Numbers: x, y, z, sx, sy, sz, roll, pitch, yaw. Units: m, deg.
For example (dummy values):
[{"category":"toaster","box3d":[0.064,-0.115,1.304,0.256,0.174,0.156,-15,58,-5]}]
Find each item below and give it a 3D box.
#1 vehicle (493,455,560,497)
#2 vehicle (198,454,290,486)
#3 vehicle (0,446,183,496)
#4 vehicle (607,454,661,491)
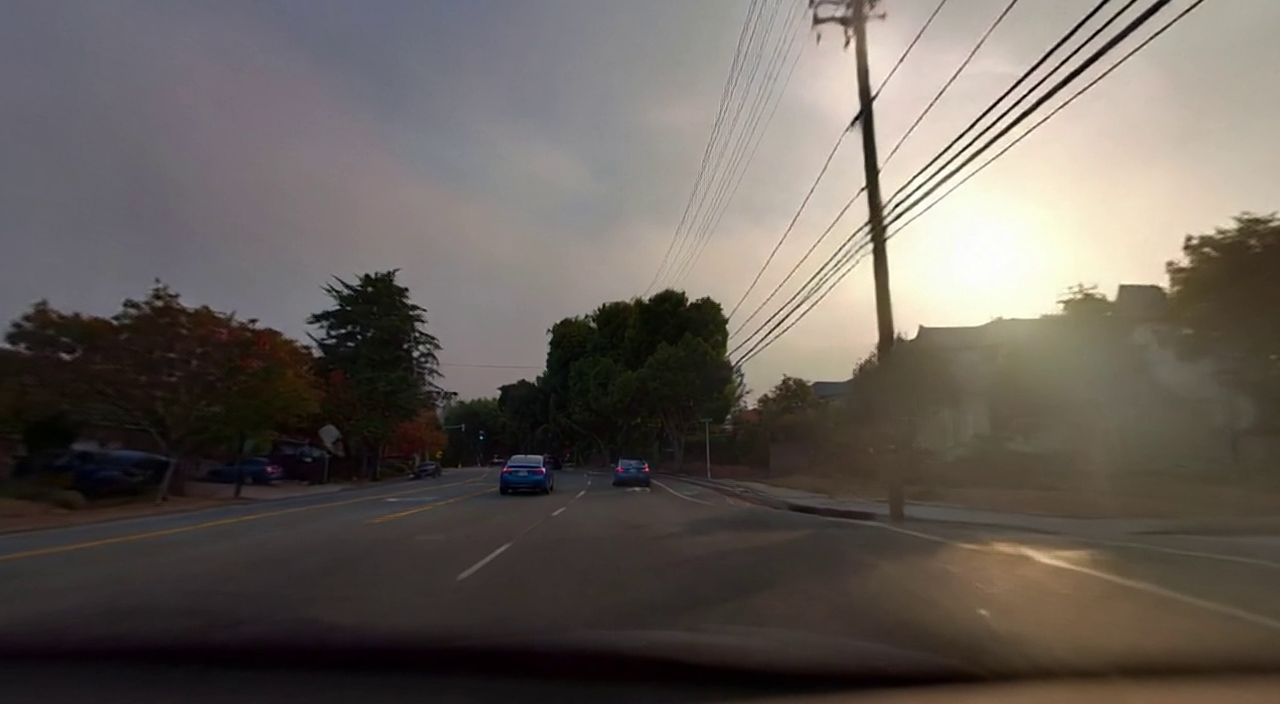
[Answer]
[{"category":"vehicle","box3d":[-4.249,4.703,24.263,1.913,1.425,4.235,0,-9,-2]},{"category":"vehicle","box3d":[-22.115,6.571,35.410,3.836,1.693,1.849,1,-9,-7]},{"category":"vehicle","box3d":[-23.062,4.990,26.701,5.681,1.954,2.200,0,-9,-1]},{"category":"vehicle","box3d":[-0.343,5.433,28.779,2.168,1.504,4.284,1,-9,-4]}]
